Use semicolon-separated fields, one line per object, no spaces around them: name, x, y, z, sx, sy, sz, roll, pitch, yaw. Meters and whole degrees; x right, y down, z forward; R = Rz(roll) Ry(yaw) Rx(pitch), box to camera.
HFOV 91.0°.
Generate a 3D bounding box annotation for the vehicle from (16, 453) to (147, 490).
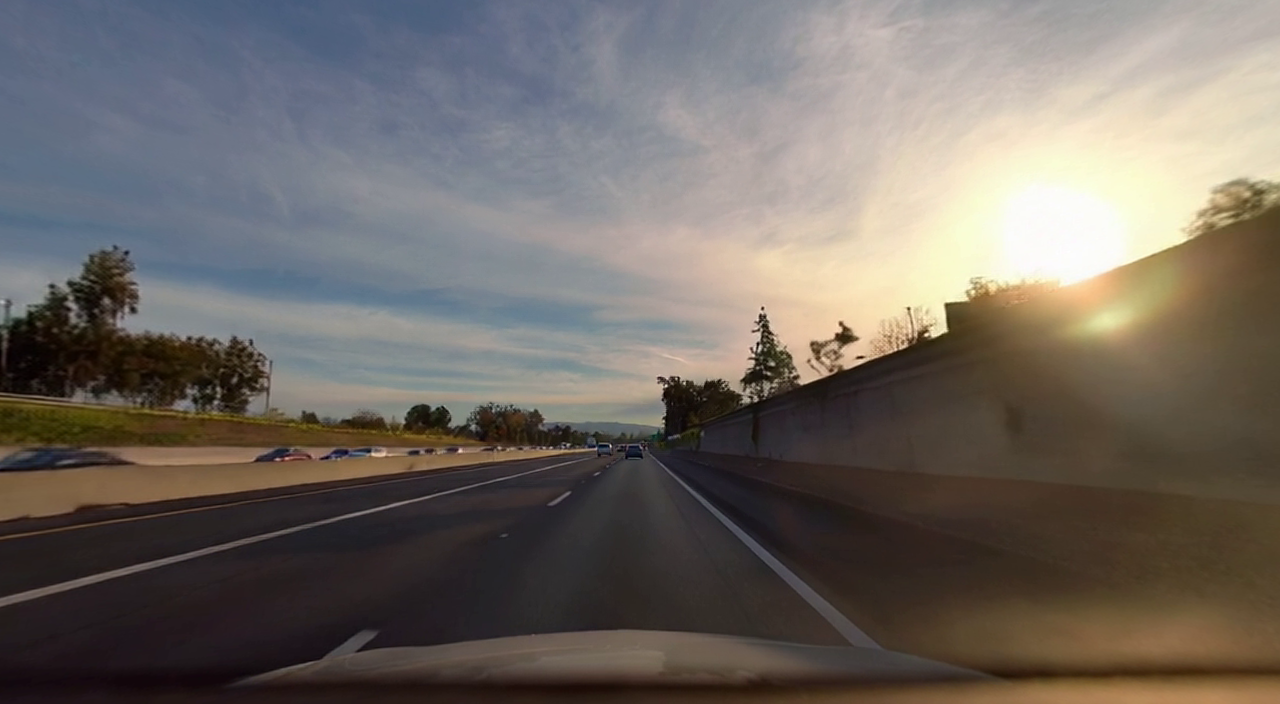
vehicle;-25.840;5.528;29.406;1.878;1.536;4.552;0;-9;1
